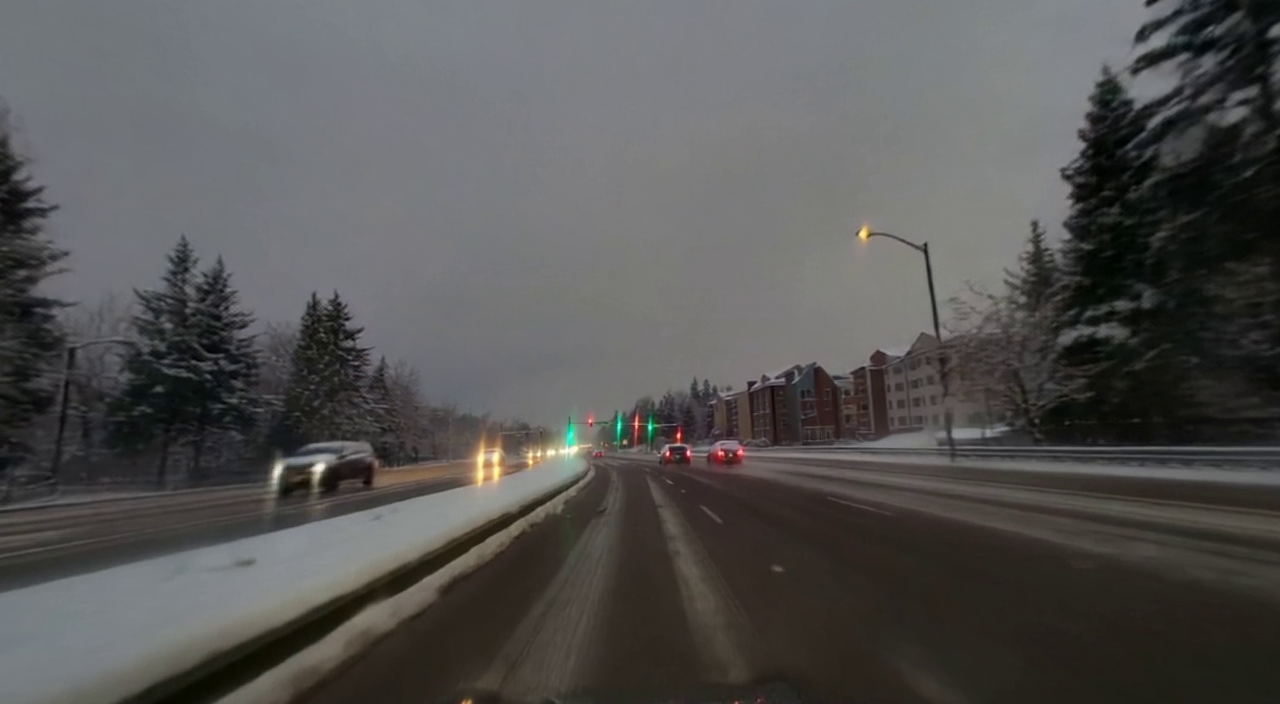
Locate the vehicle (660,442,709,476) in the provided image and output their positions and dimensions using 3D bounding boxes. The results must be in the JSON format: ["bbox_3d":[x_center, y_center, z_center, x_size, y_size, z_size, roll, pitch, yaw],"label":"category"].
[{"bbox_3d":[2.170,5.329,31.742,1.917,1.538,4.259,0,-9,-3],"label":"vehicle"}]

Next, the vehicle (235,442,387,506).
[{"bbox_3d":[-9.149,3.398,18.148,1.843,1.564,4.811,0,-9,-1],"label":"vehicle"}]

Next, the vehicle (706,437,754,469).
[{"bbox_3d":[5.300,5.995,37.688,1.946,1.773,4.641,0,-9,-3],"label":"vehicle"}]
